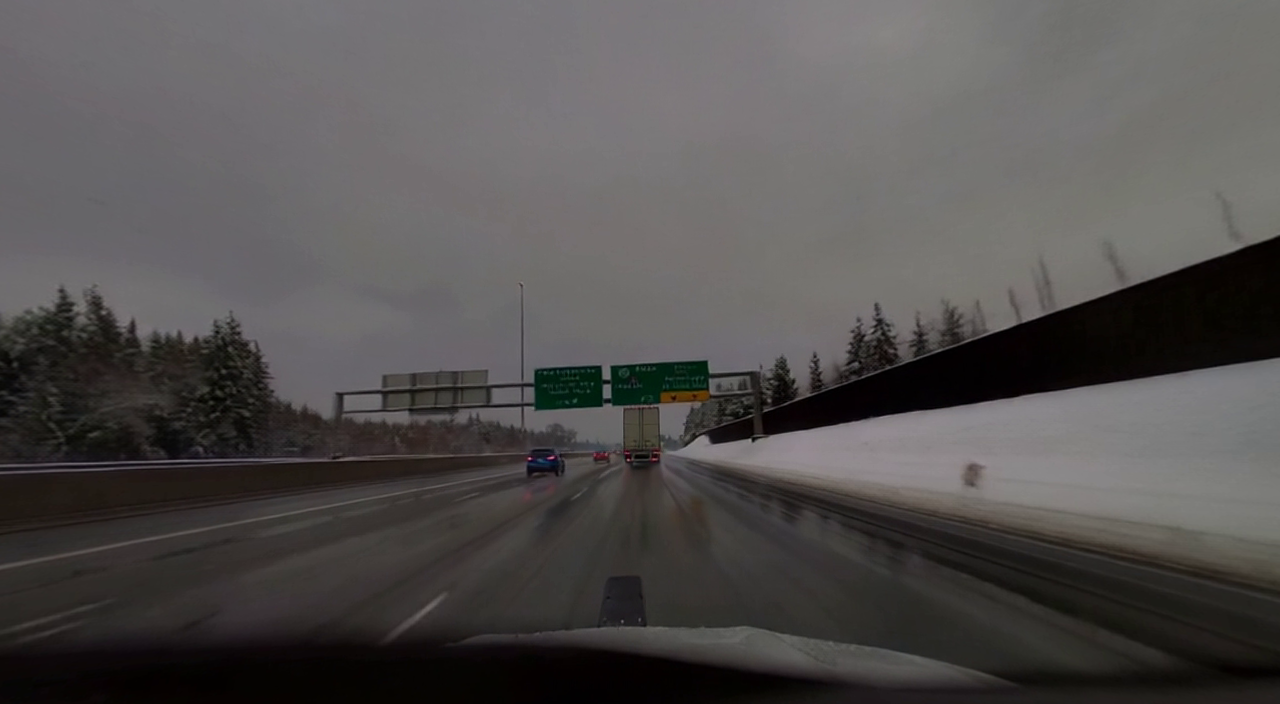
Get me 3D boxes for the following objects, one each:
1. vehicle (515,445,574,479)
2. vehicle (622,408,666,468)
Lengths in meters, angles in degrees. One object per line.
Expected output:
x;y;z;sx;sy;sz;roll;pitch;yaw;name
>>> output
-4.411;5.159;29.845;1.977;1.478;4.702;0;-9;1;vehicle
0.339;6.631;48.079;2.980;4.051;10.359;0;-9;1;vehicle
